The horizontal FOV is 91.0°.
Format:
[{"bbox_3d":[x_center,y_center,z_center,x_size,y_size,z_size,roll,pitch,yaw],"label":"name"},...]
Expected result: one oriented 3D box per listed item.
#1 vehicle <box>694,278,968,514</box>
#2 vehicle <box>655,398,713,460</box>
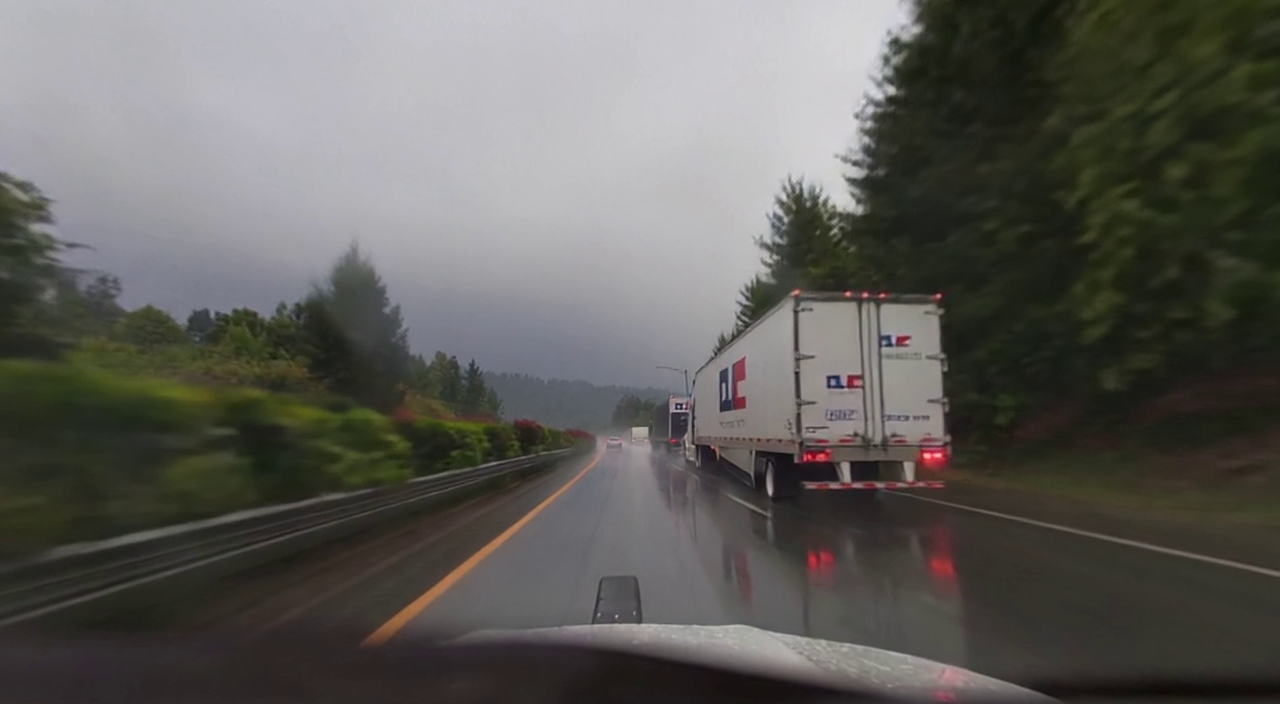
[{"bbox_3d":[3.853,1.722,18.056,2.863,4.031,14.678,0,-8,-2],"label":"vehicle"},{"bbox_3d":[3.100,6.184,48.971,2.871,4.072,14.183,1,-8,-3],"label":"vehicle"}]
